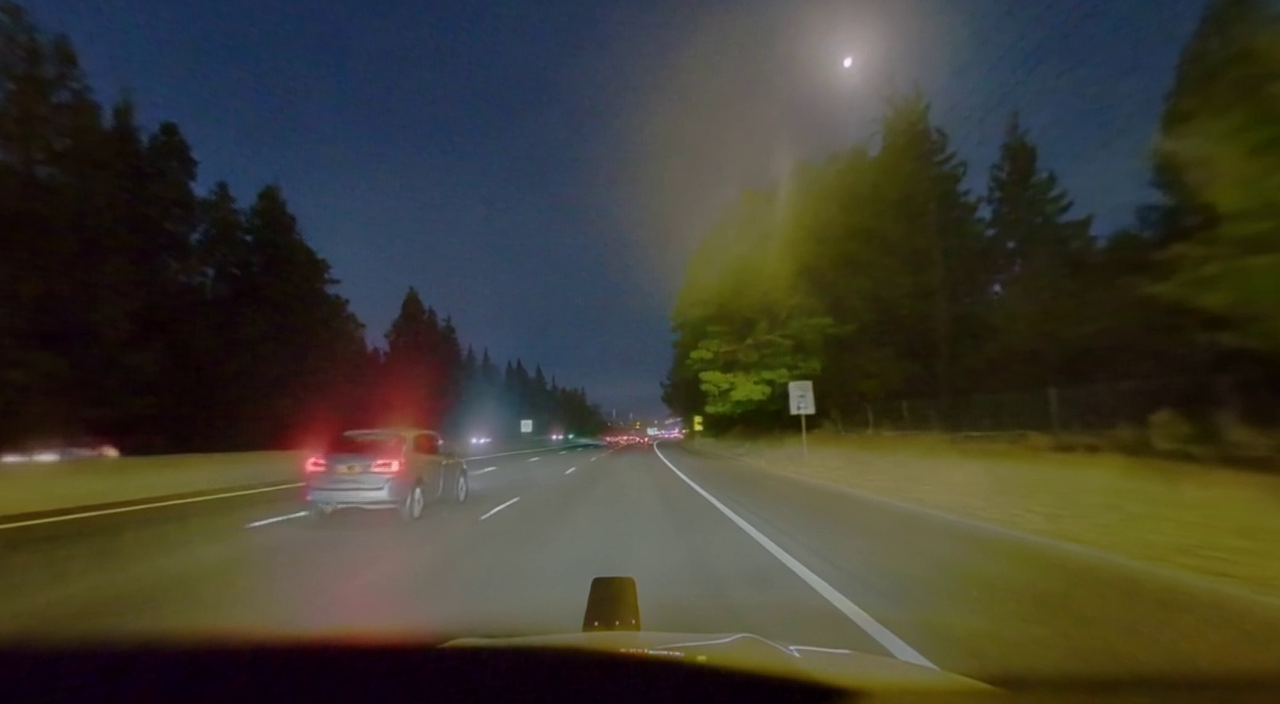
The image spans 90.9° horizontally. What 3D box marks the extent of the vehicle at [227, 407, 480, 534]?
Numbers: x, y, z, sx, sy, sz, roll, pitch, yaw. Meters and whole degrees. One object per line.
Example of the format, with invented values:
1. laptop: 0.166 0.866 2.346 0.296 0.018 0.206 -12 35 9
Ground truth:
1. vehicle: -4.273 1.822 10.427 2.052 1.626 4.514 0 -8 0
